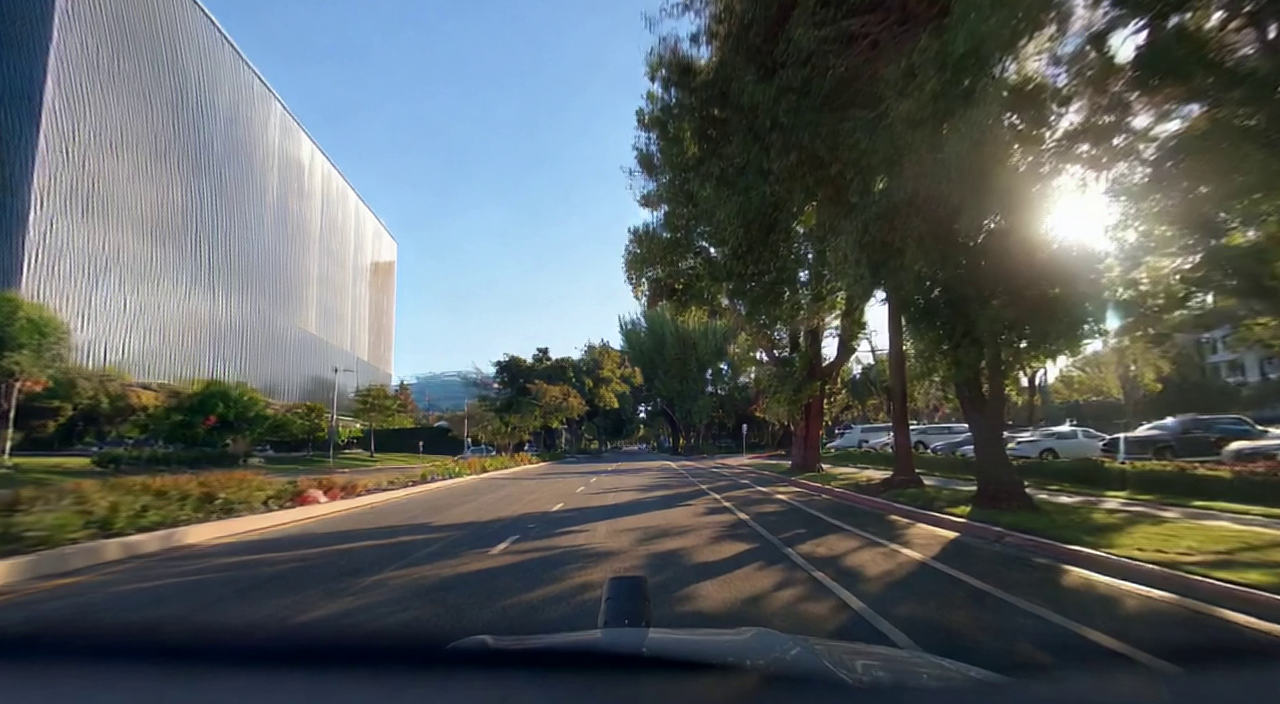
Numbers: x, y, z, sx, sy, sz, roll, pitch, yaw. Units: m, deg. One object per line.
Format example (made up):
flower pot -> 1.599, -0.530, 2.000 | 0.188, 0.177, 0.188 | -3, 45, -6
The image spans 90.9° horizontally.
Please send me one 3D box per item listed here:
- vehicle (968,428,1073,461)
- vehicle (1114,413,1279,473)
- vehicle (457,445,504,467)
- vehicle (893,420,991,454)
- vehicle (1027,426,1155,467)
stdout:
vehicle -> 16.431, 4.014, 27.315 | 3.410, 1.368, 1.789 | 0, -9, -4
vehicle -> 15.926, 2.565, 17.994 | 3.322, 1.389, 1.731 | -4, -5, -2
vehicle -> -11.776, 7.702, 46.844 | 2.128, 1.514, 4.784 | -1, -8, 2
vehicle -> 15.387, 4.336, 32.257 | 3.935, 1.487, 2.018 | -2, -7, -2
vehicle -> 16.235, 3.377, 22.822 | 3.313, 1.368, 1.690 | 0, -7, 2
